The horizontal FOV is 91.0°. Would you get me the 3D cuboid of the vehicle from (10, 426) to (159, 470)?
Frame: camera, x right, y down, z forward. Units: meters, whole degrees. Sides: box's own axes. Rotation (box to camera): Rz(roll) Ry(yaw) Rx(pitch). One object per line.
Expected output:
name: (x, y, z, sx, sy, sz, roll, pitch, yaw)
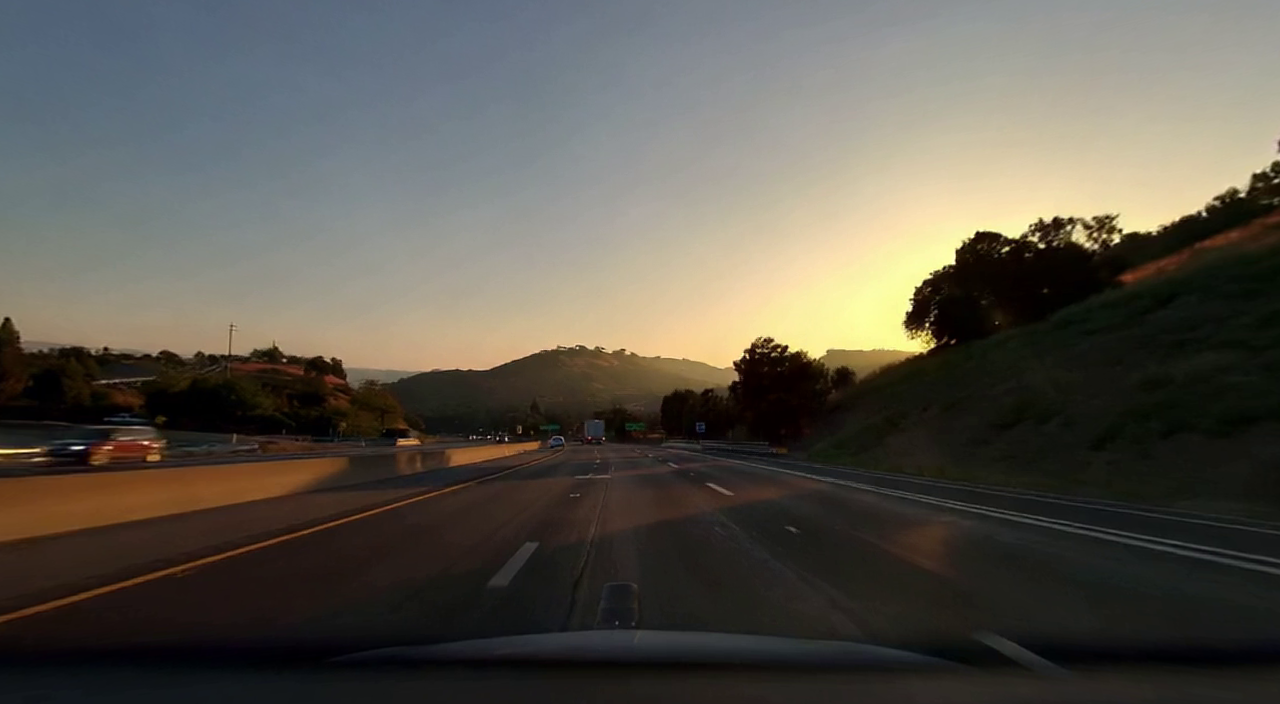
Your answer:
vehicle: (-20.340, 3.537, 23.322, 1.815, 1.472, 4.124, 0, -8, -1)
